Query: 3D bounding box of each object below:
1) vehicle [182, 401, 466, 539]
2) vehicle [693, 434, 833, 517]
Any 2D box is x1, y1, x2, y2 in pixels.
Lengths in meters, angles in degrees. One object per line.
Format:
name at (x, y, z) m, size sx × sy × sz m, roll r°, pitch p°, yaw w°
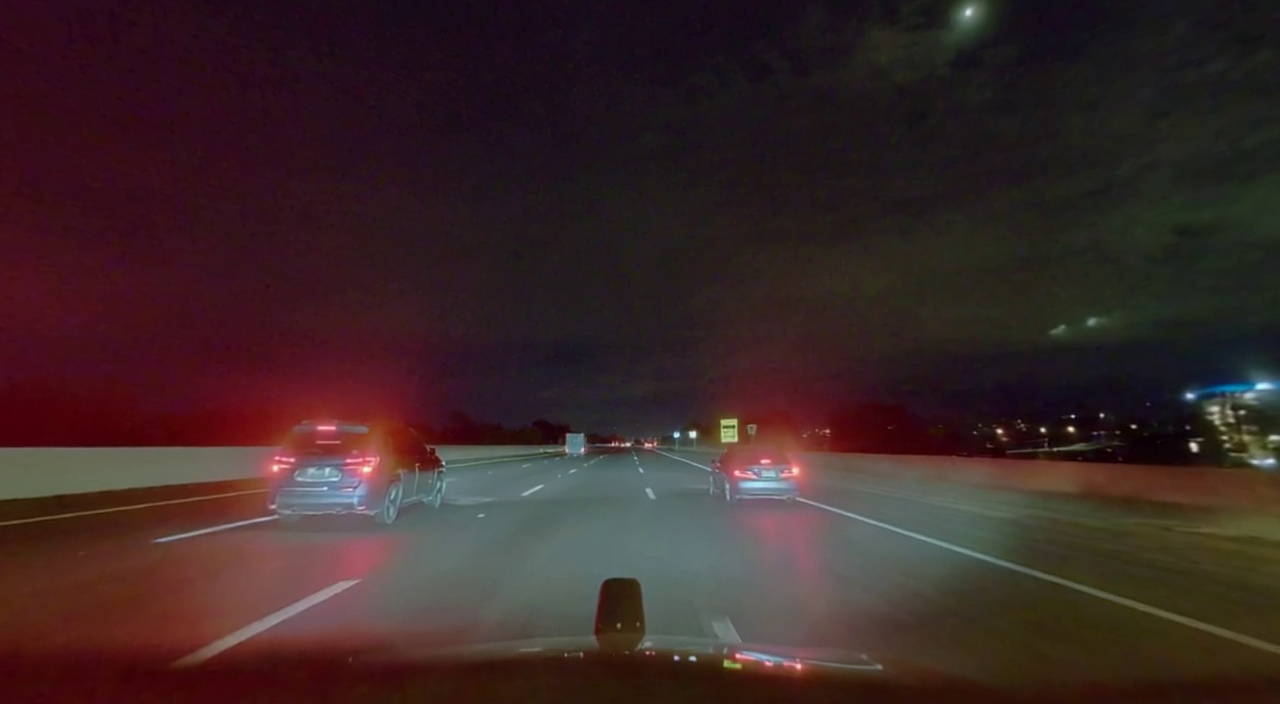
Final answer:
vehicle at (-5.090, 2.035, 11.446) m, size 2.285 × 1.853 × 5.564 m, roll 0°, pitch -9°, yaw 0°
vehicle at (2.500, 2.677, 14.203) m, size 2.047 × 1.532 × 4.884 m, roll 1°, pitch -9°, yaw -2°
